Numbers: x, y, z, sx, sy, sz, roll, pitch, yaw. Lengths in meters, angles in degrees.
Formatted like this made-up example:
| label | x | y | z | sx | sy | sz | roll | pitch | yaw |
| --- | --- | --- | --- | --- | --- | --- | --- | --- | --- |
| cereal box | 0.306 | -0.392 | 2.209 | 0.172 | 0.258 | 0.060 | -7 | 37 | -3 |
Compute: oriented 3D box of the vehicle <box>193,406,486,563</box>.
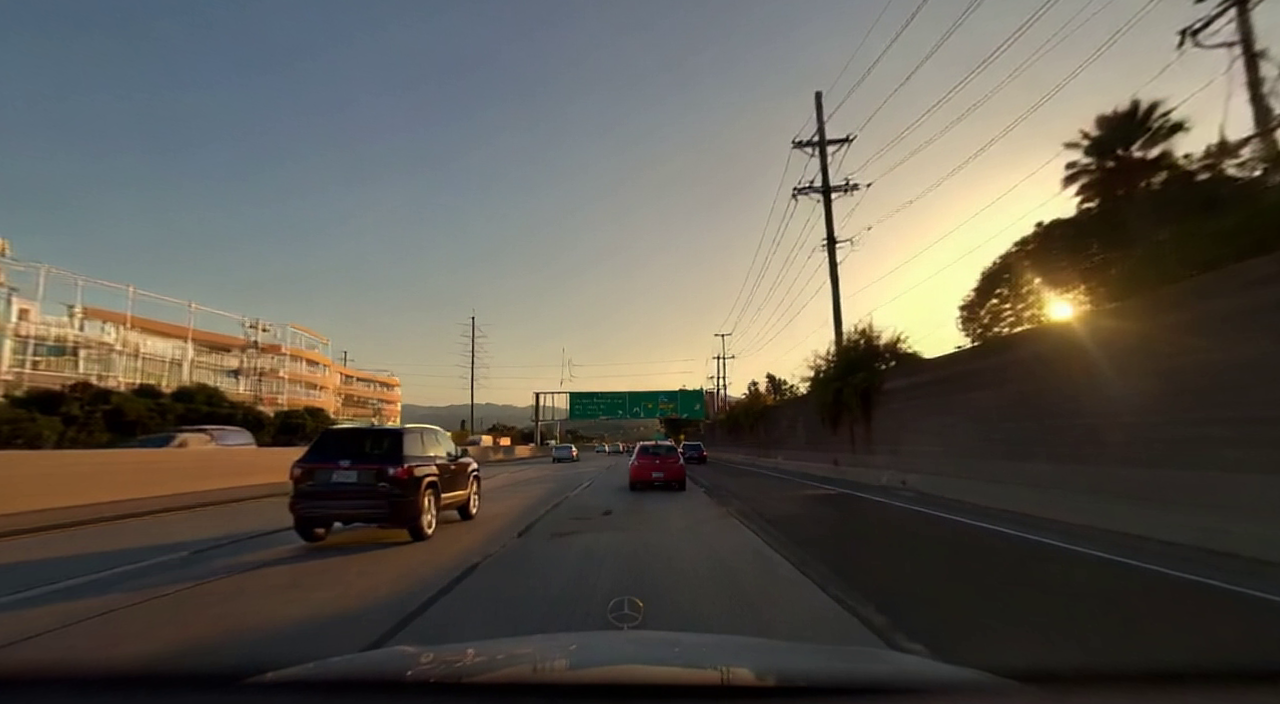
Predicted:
| label | x | y | z | sx | sy | sz | roll | pitch | yaw |
| --- | --- | --- | --- | --- | --- | --- | --- | --- | --- |
| vehicle | -3.941 | 1.814 | 9.375 | 2.125 | 1.764 | 4.393 | 0 | -8 | 1 |

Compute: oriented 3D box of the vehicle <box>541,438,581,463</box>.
| label | x | y | z | sx | sy | sz | roll | pitch | yaw |
| --- | --- | --- | --- | --- | --- | --- | --- | --- | --- |
| vehicle | -5.909 | 7.439 | 47.800 | 2.220 | 1.841 | 4.516 | 0 | -8 | 2 |

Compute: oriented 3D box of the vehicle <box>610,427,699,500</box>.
| label | x | y | z | sx | sy | sz | roll | pitch | yaw |
| --- | --- | --- | --- | --- | --- | --- | --- | --- | --- |
| vehicle | 0.352 | 2.970 | 17.221 | 2.134 | 1.733 | 4.049 | 0 | -8 | 0 |
